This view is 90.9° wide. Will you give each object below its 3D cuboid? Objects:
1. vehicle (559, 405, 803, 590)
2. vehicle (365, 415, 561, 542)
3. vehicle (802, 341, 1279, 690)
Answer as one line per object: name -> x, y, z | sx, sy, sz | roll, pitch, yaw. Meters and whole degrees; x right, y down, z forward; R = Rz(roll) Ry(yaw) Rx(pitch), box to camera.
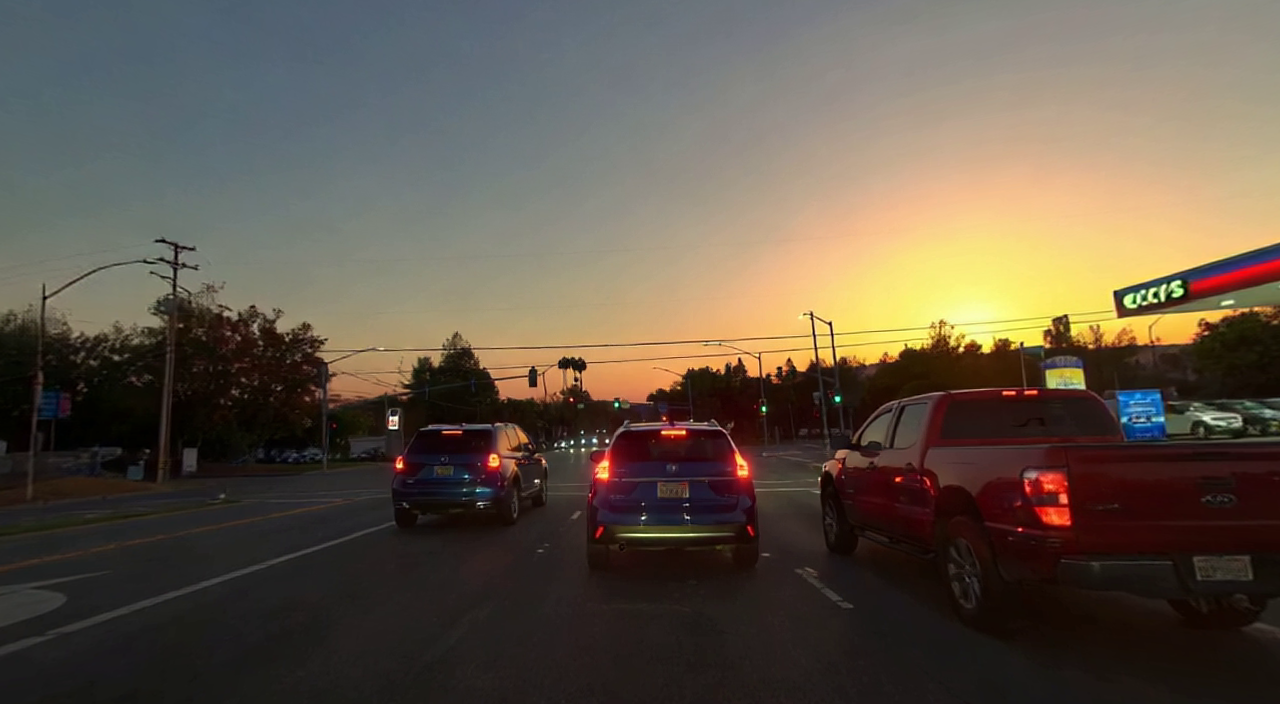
vehicle -> 0.353, 1.612, 7.774 | 2.181, 1.650, 4.083 | 0, -8, 0
vehicle -> -2.717, 2.059, 10.892 | 2.019, 1.731, 4.299 | 0, -8, 1
vehicle -> 3.404, 1.255, 6.113 | 2.161, 1.868, 5.321 | 0, -8, -1
